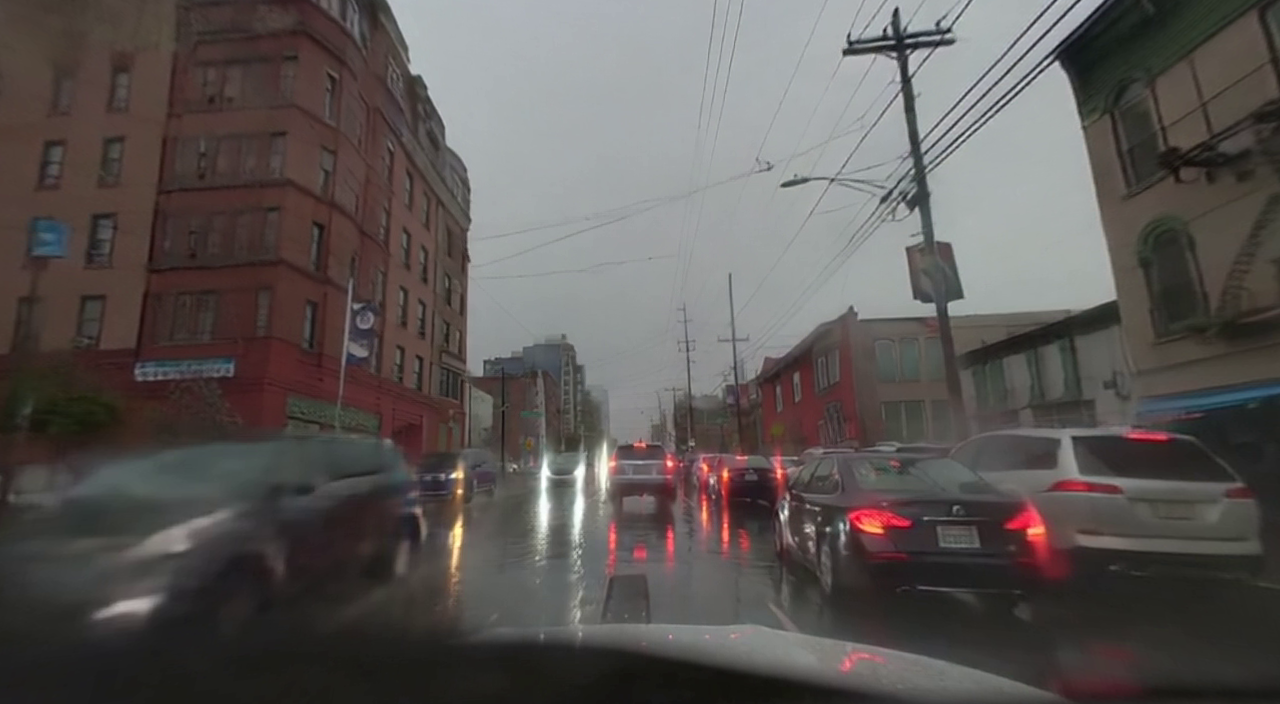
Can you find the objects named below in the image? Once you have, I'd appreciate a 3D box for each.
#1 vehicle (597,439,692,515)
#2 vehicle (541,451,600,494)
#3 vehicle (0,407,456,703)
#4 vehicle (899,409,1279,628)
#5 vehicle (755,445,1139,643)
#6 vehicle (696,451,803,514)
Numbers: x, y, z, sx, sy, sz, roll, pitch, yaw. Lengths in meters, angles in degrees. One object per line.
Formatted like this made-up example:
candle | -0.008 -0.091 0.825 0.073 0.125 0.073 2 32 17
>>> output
vehicle | 0.058 3.241 16.854 2.232 1.736 4.036 0 -8 -1
vehicle | -2.953 5.253 27.849 2.023 1.646 4.282 0 -9 1
vehicle | -3.478 1.513 5.911 2.112 1.705 4.365 0 -9 1
vehicle | 5.386 1.780 7.938 2.093 1.818 5.189 0 -8 1
vehicle | 2.720 1.777 7.022 2.029 1.460 4.451 0 -8 0
vehicle | 2.921 3.606 18.081 2.116 1.487 4.988 0 -8 -1
